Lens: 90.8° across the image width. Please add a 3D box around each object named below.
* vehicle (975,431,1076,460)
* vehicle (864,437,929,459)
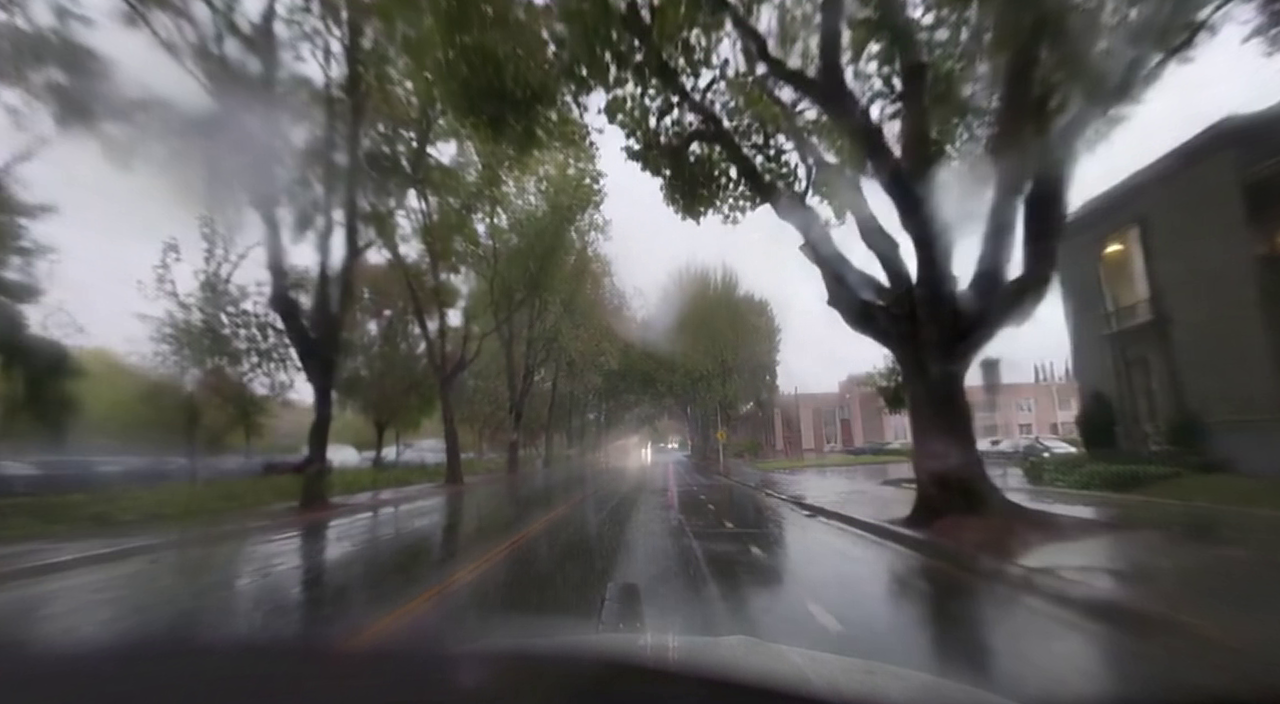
[{"bbox_3d":[21.149,5.122,34.771,4.293,1.473,1.843,0,-6,2],"label":"vehicle"},{"bbox_3d":[19.716,7.409,48.670,4.134,1.580,1.952,1,-9,-10],"label":"vehicle"}]
